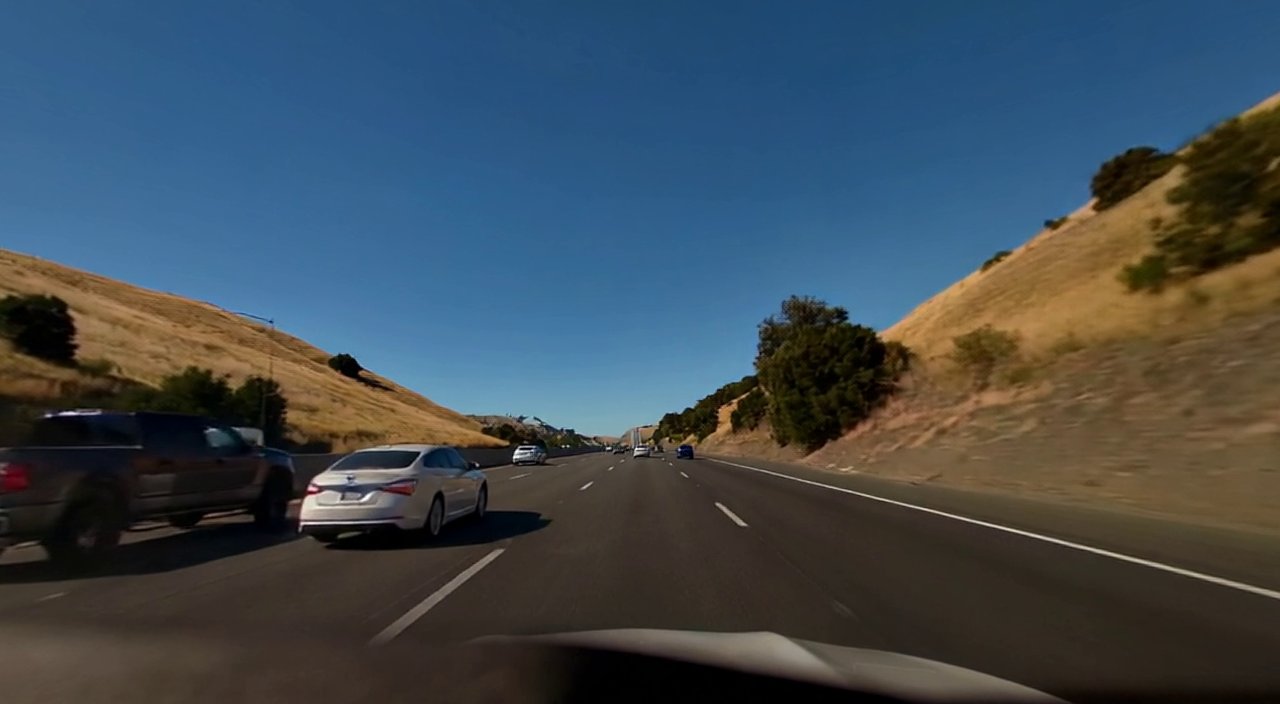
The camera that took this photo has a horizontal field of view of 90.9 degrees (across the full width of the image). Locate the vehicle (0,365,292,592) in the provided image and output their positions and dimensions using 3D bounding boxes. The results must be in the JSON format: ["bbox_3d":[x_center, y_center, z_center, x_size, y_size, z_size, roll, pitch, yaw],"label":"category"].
[{"bbox_3d":[-7.128,1.379,7.267,2.589,2.063,6.206,0,-8,1],"label":"vehicle"}]

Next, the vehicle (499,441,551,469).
[{"bbox_3d":[-6.667,6.028,37.089,2.047,1.532,4.980,0,-8,1],"label":"vehicle"}]

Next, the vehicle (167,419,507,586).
[{"bbox_3d":[-3.334,1.744,8.242,2.091,1.552,4.516,0,-8,2],"label":"vehicle"}]
